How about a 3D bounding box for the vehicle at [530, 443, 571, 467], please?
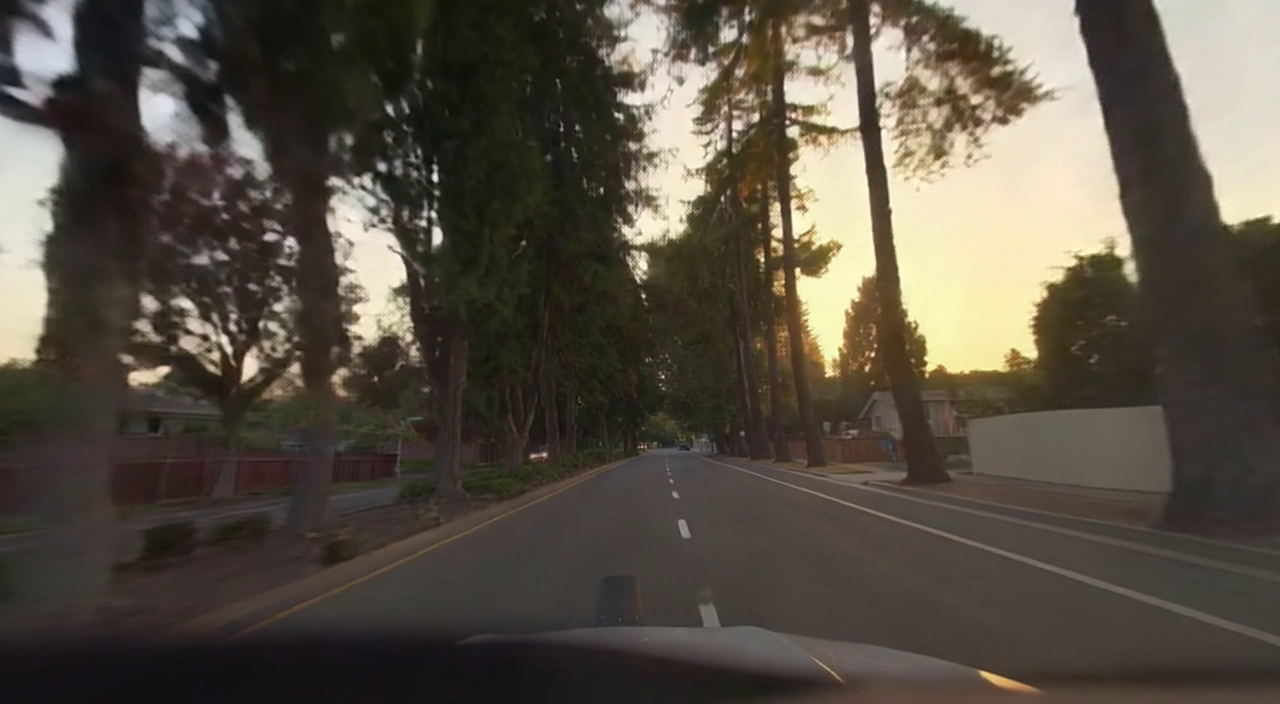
[{"bbox_3d":[-6.339,7.333,45.081,2.000,1.570,4.808,-1,-9,3],"label":"vehicle"}]
